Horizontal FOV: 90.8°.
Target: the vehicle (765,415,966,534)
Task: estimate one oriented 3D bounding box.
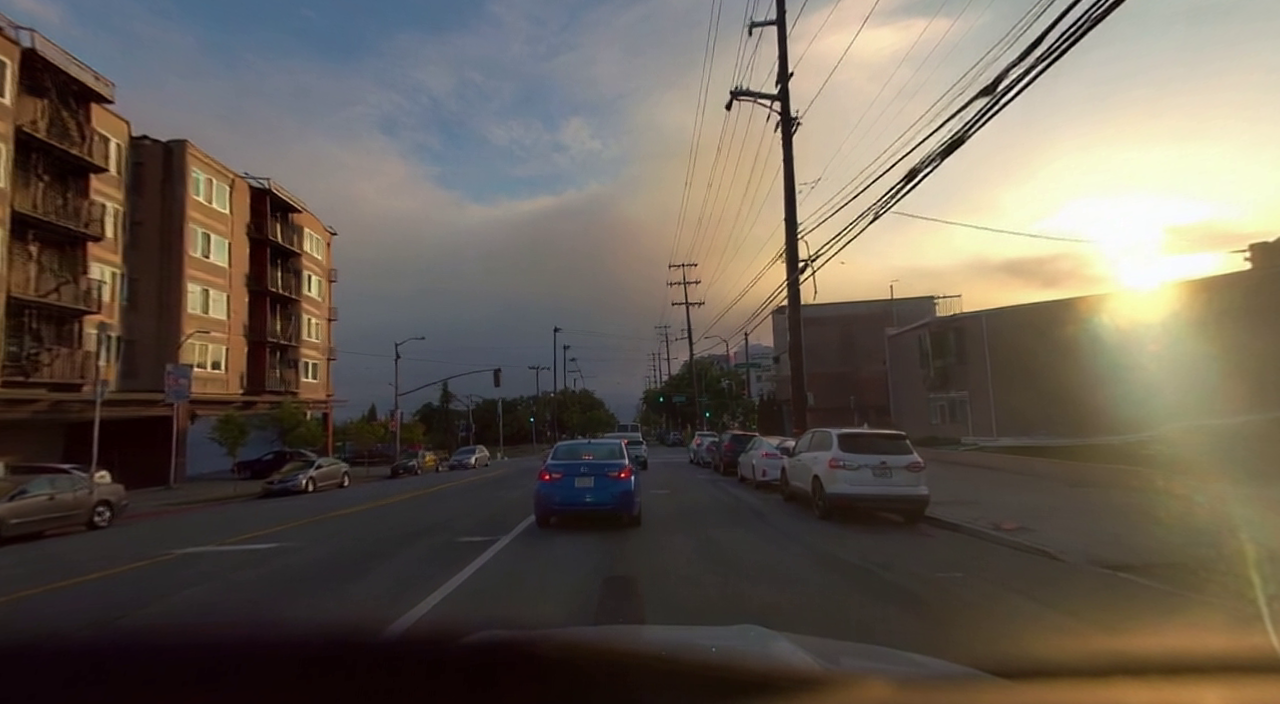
[{"bbox_3d":[3.735,2.113,11.474,1.967,1.721,4.410,0,-8,-1],"label":"vehicle"}]

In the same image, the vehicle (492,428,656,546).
[{"bbox_3d":[-0.835,2.019,10.178,2.019,1.453,4.603,0,-8,-1],"label":"vehicle"}]

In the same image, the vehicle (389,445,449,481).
[{"bbox_3d":[-12.068,6.036,34.747,2.011,1.687,4.079,-4,-8,-2],"label":"vehicle"}]

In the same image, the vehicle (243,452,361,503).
[{"bbox_3d":[-12.018,4.441,22.834,1.868,1.491,4.367,-4,-9,0],"label":"vehicle"}]

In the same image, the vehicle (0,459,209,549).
[{"bbox_3d":[-11.965,3.181,13.821,1.850,1.487,4.711,-3,-8,-1],"label":"vehicle"}]
